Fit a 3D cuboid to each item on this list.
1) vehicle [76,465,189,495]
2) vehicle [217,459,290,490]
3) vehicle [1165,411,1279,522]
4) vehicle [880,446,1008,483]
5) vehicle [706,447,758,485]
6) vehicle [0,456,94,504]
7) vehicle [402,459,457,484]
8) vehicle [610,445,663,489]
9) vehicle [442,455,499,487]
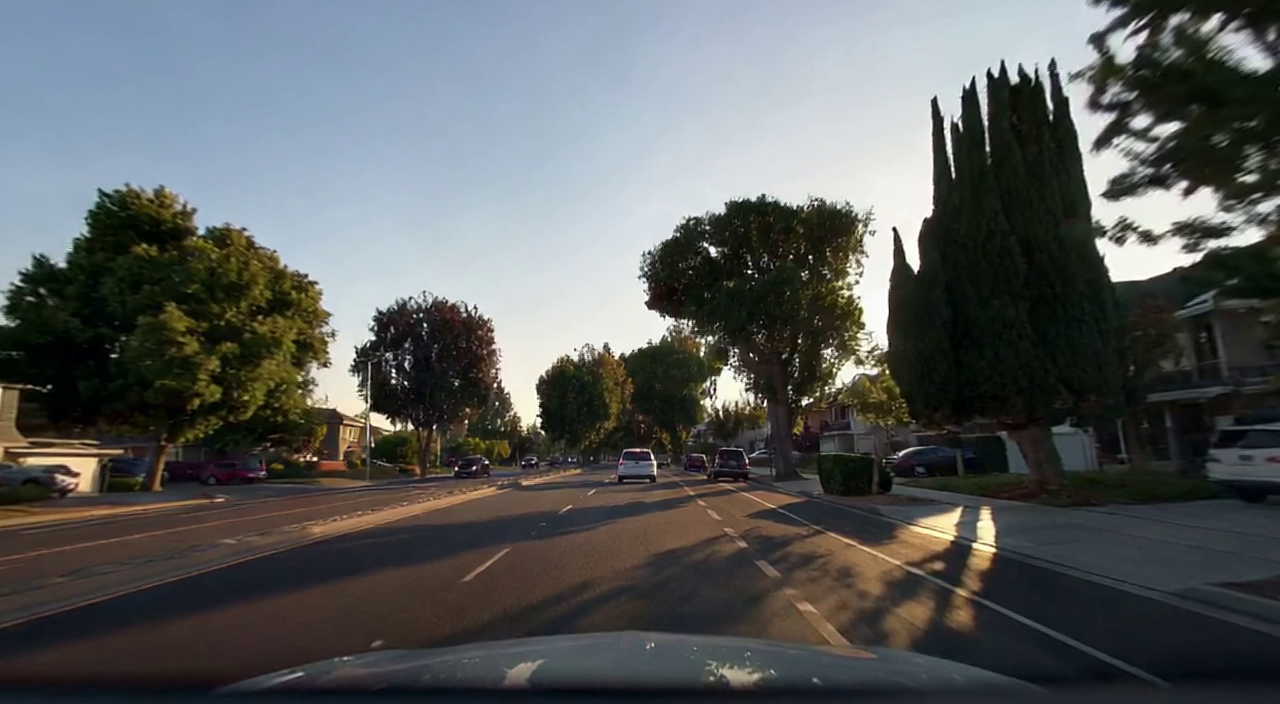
[{"bbox_3d":[-26.807,6.747,33.389,4.416,1.449,1.833,0,-8,1],"label":"vehicle"},{"bbox_3d":[-25.159,7.933,41.204,1.786,1.444,4.545,-4,-6,2],"label":"vehicle"},{"bbox_3d":[12.806,2.002,11.229,4.888,1.773,2.245,0,-8,-2],"label":"vehicle"},{"bbox_3d":[12.546,4.647,26.215,4.297,1.478,1.866,0,-8,0],"label":"vehicle"},{"bbox_3d":[4.485,5.587,31.284,1.992,1.695,4.101,0,-8,1],"label":"vehicle"},{"bbox_3d":[-25.812,5.299,26.355,4.032,1.790,1.925,1,-8,0],"label":"vehicle"},{"bbox_3d":[-14.222,8.115,42.958,2.138,1.484,4.604,0,-8,0],"label":"vehicle"},{"bbox_3d":[-0.132,4.752,26.408,2.024,1.655,4.301,0,-8,0],"label":"vehicle"},{"bbox_3d":[-9.040,6.342,33.977,2.063,1.493,4.447,0,-8,-3],"label":"vehicle"}]
